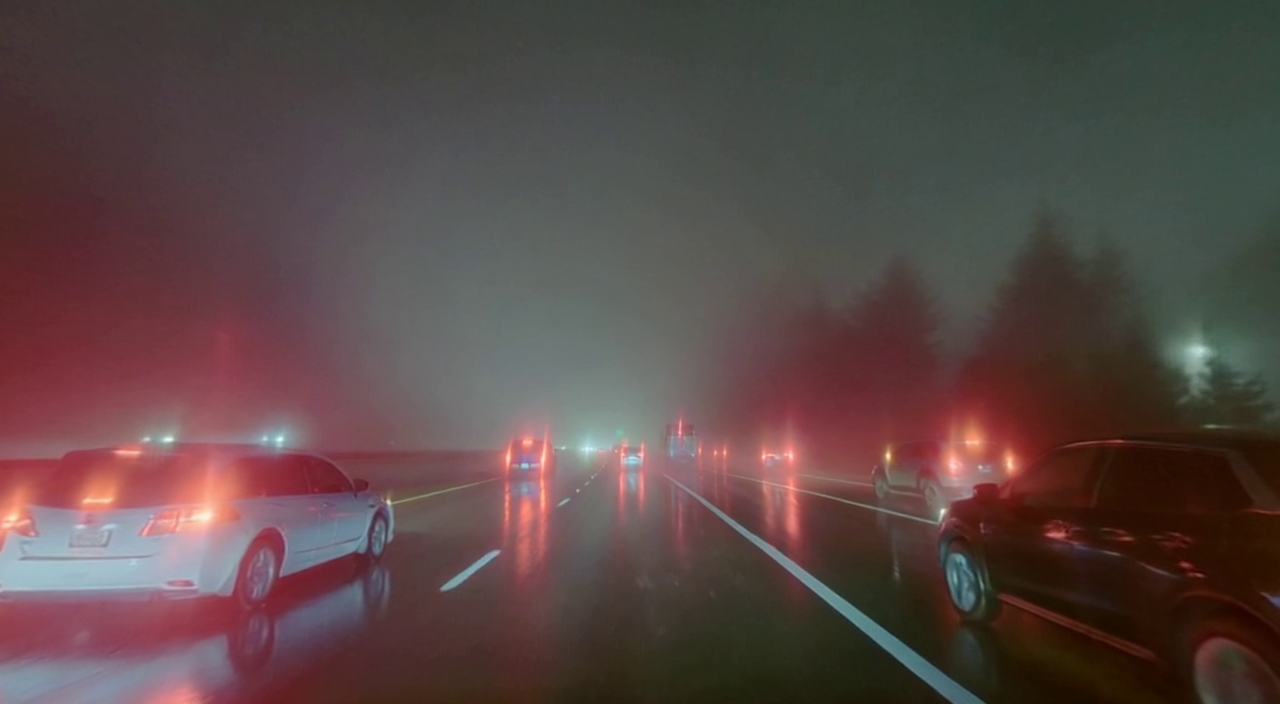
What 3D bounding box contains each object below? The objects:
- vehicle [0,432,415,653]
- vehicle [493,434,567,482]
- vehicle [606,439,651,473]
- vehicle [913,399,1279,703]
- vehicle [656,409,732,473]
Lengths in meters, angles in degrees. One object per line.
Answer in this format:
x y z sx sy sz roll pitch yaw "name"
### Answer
-4.073 1.568 6.326 1.947 1.424 4.264 0 -9 1 "vehicle"
-4.387 4.308 25.908 2.176 1.783 4.799 0 -9 0 "vehicle"
-0.619 5.610 34.123 2.235 1.682 4.094 0 -9 -1 "vehicle"
3.122 1.001 2.609 2.031 1.504 4.327 0 -9 0 "vehicle"
2.935 5.513 38.665 3.426 3.279 12.313 0 -9 -1 "vehicle"
